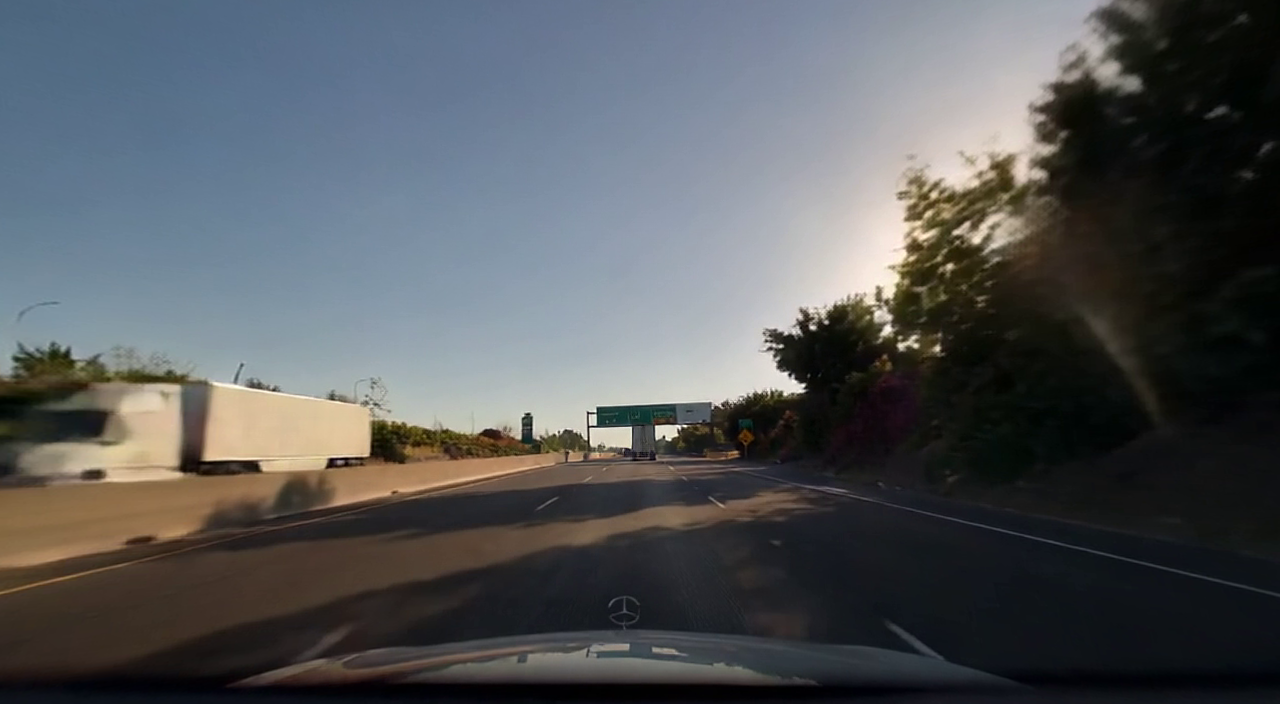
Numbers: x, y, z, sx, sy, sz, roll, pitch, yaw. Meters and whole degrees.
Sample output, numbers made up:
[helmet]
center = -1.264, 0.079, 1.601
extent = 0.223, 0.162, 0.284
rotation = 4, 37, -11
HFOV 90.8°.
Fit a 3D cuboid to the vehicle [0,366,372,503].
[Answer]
[vehicle]
center = -17.832, 3.858, 28.036
extent = 2.983, 3.870, 20.198
rotation = 0, -9, 0
